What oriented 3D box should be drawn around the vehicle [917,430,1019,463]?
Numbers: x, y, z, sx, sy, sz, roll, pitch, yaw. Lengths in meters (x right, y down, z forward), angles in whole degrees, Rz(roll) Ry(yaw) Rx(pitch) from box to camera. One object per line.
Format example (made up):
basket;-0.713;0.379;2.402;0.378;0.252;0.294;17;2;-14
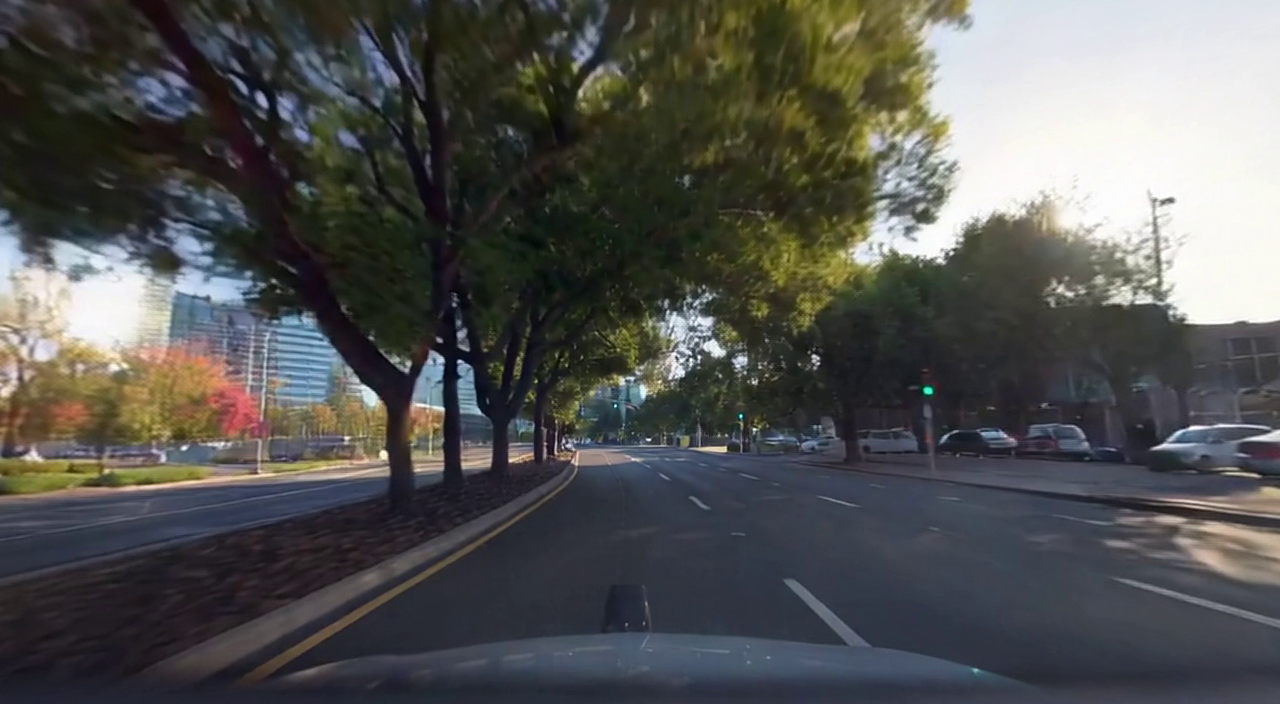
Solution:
vehicle;18.201;5.300;35.308;2.084;1.675;4.966;3;-9;-17
